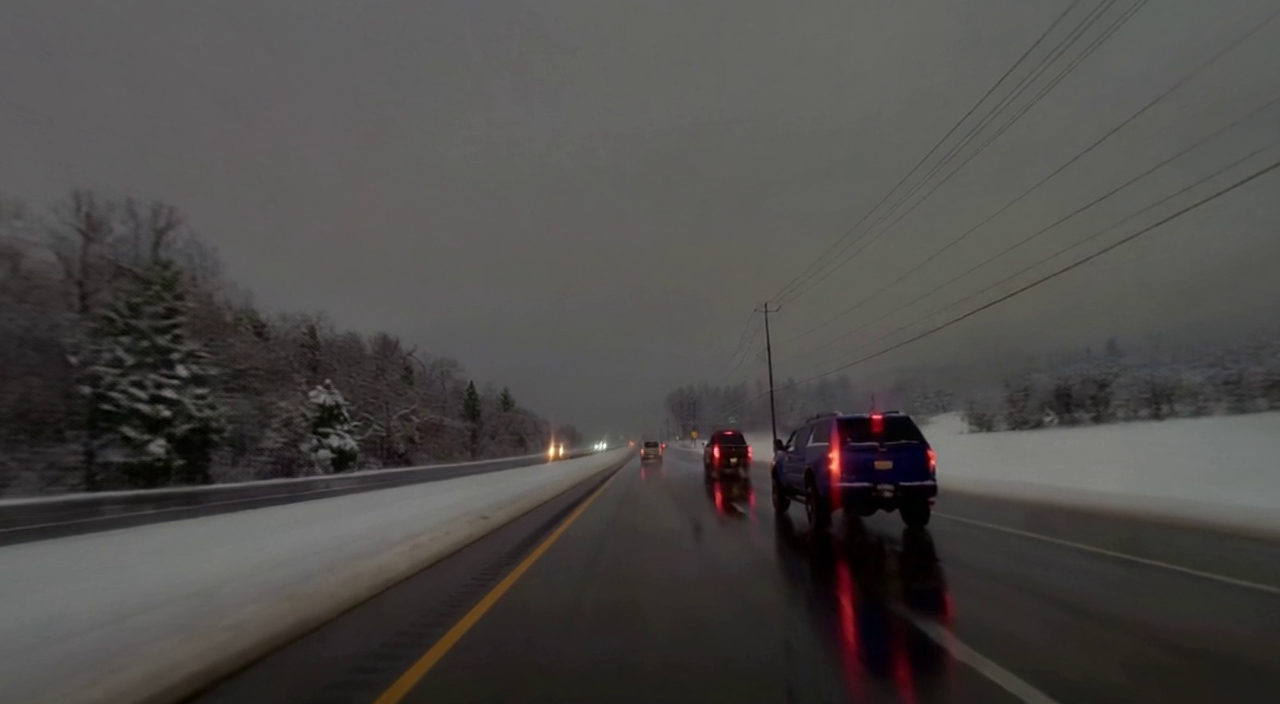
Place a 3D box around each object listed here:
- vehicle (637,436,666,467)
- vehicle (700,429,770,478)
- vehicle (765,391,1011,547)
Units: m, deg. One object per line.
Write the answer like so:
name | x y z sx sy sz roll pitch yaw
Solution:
vehicle | 0.828 7.596 48.359 2.099 2.260 4.899 0 -8 0
vehicle | 4.519 4.964 31.086 2.594 2.155 5.670 0 -8 0
vehicle | 3.833 1.937 11.065 2.145 2.069 5.057 0 -8 -1
